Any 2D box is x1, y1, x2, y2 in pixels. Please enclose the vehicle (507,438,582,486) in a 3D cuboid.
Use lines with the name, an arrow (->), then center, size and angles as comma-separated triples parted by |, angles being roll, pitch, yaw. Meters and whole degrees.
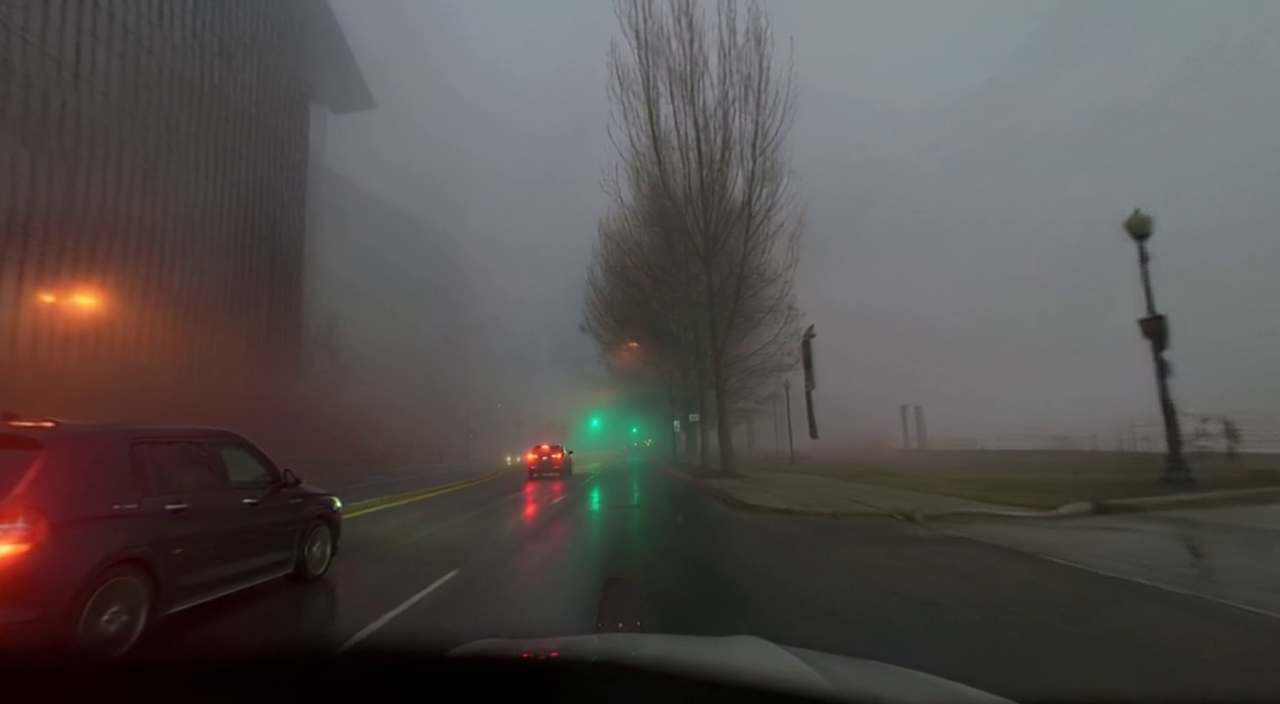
vehicle -> -3.980, 4.681, 27.157 | 2.384, 1.849, 5.009 | 0, -9, 1

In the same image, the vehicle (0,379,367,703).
vehicle -> -4.407, 1.313, 5.210 | 2.169, 1.741, 4.588 | 0, -9, 0
